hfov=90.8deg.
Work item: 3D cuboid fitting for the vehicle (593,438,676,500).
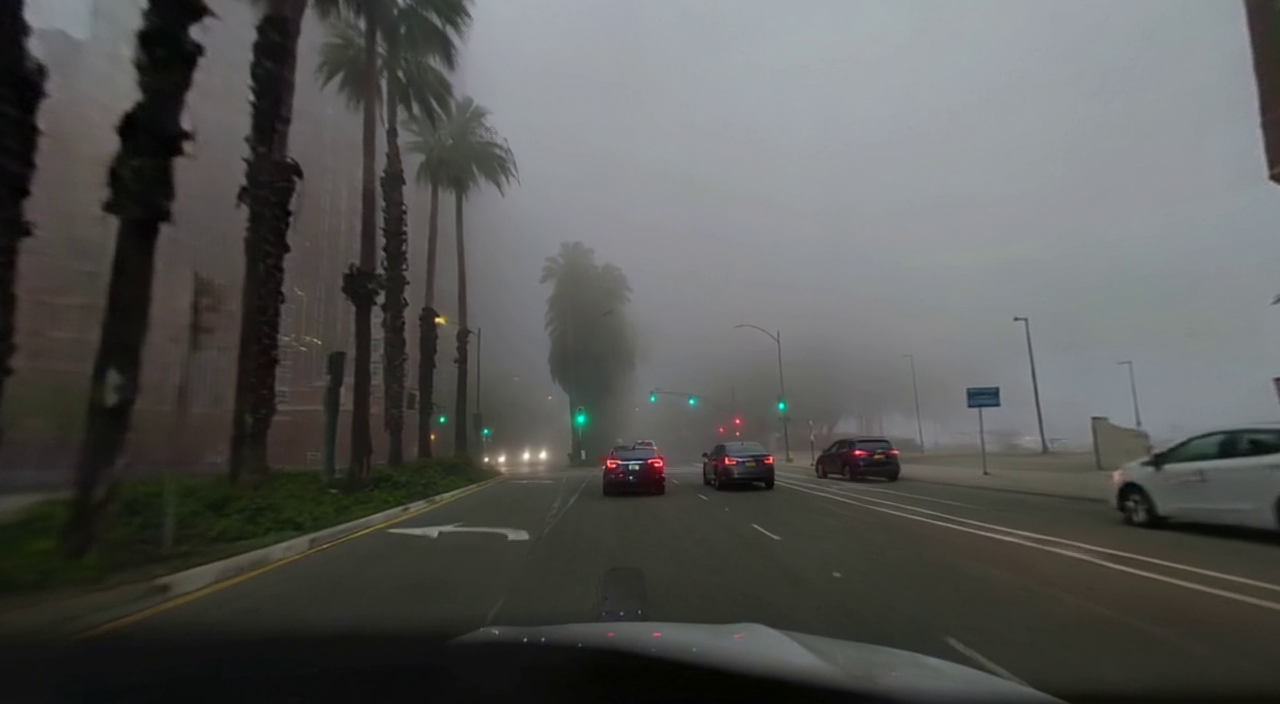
[{"bbox_3d":[-0.197,3.157,17.417,2.048,1.503,3.681,0,-8,-2],"label":"vehicle"}]

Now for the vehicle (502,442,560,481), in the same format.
[{"bbox_3d":[-4.665,4.743,27.683,1.977,1.501,4.435,0,-8,-3],"label":"vehicle"}]

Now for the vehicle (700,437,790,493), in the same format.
[{"bbox_3d":[3.047,3.354,19.117,1.909,1.500,3.524,0,-8,-3],"label":"vehicle"}]

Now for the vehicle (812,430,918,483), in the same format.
[{"bbox_3d":[7.884,3.717,22.693,2.000,1.685,4.487,0,-8,-2],"label":"vehicle"}]

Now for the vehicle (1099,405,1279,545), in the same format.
[{"bbox_3d":[8.865,1.613,8.476,1.946,1.715,4.365,0,-8,-3],"label":"vehicle"}]
